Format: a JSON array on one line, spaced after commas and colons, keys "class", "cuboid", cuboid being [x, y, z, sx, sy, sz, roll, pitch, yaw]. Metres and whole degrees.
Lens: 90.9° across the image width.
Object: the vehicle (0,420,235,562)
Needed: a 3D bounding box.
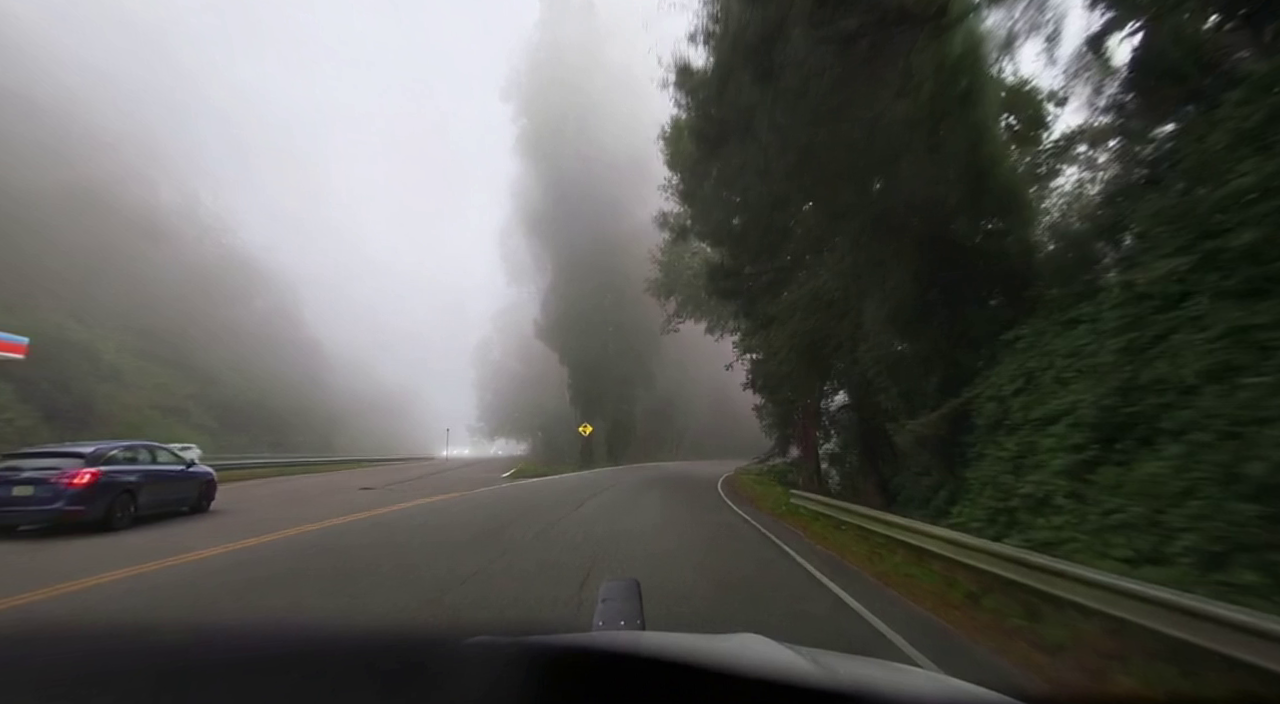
[{"class": "vehicle", "cuboid": [-8.210, 1.851, 9.049, 2.015, 1.517, 4.991, 1, -9, -8]}]
